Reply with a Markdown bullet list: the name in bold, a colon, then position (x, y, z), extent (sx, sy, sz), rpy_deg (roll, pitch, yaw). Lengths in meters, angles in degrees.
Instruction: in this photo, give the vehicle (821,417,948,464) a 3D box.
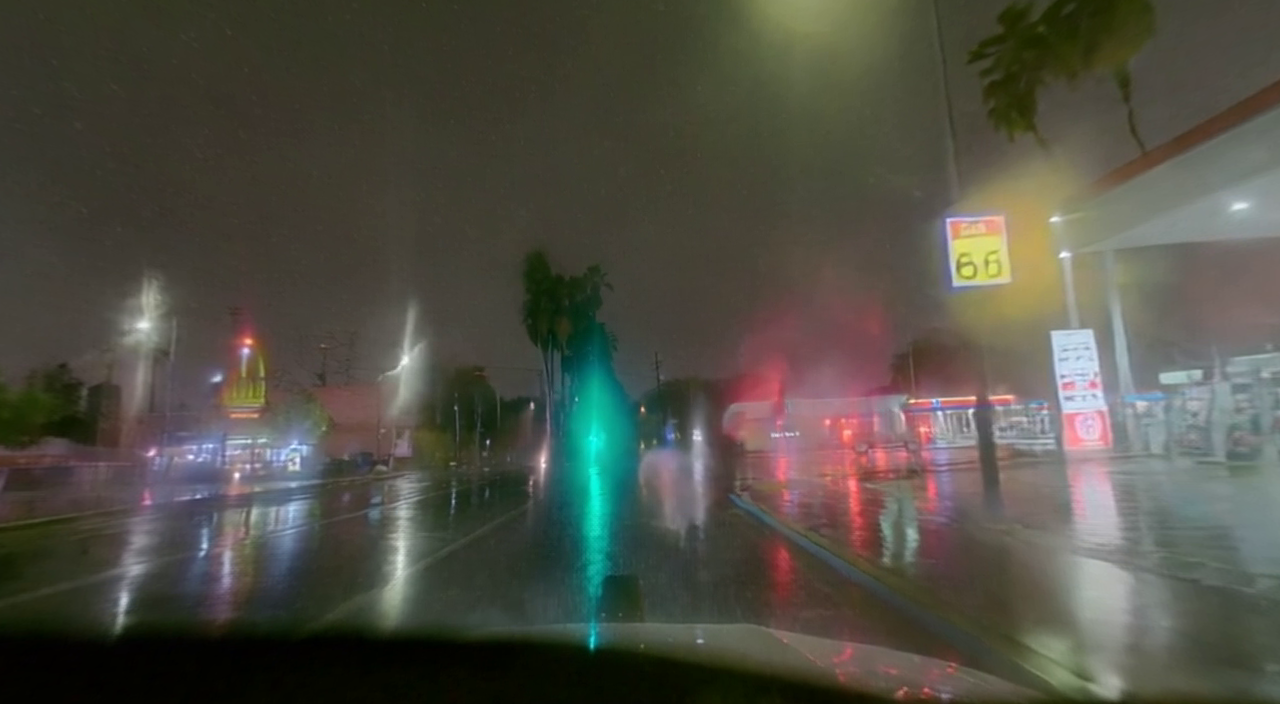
- **vehicle**: position (10.634, 3.894, 27.690), extent (4.640, 1.800, 2.026), rpy_deg (-2, -8, -1)
